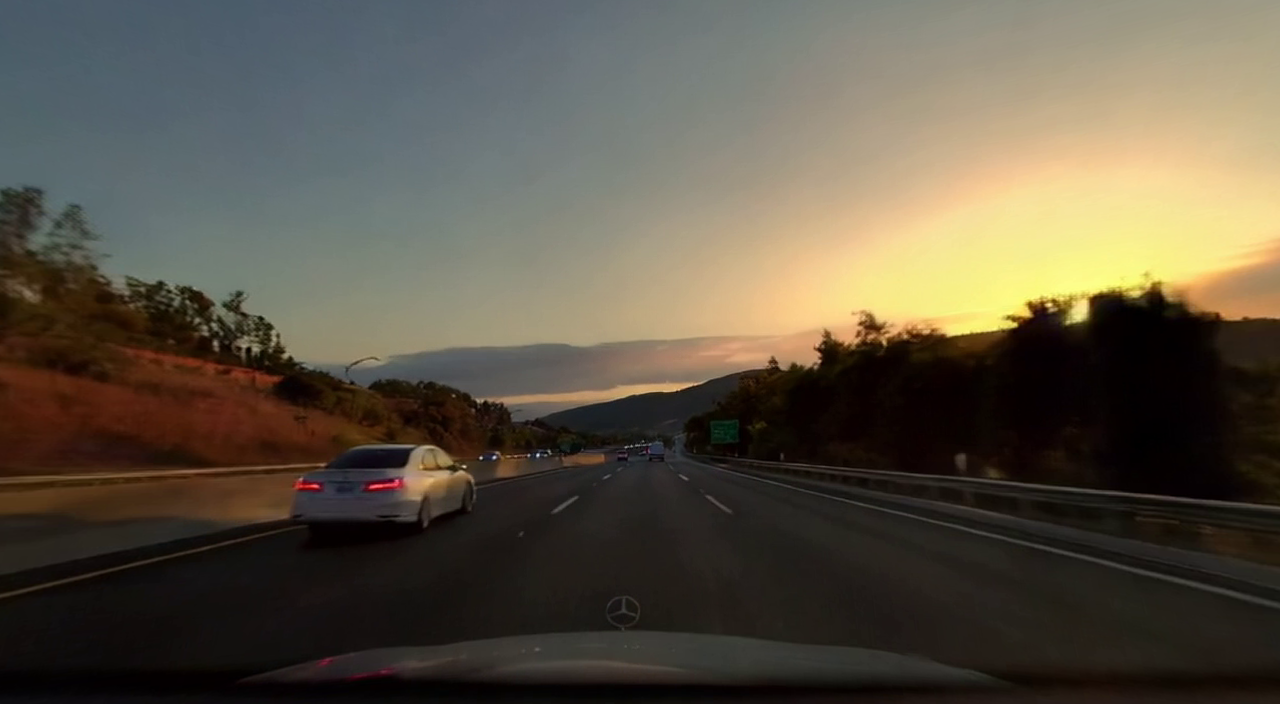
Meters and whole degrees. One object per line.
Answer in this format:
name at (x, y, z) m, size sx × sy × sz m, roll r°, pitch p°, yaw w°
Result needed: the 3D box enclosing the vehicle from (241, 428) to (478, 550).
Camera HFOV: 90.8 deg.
vehicle at (-4.221, 2.121, 10.385) m, size 2.035 × 1.595 × 4.022 m, roll 0°, pitch -9°, yaw 0°
